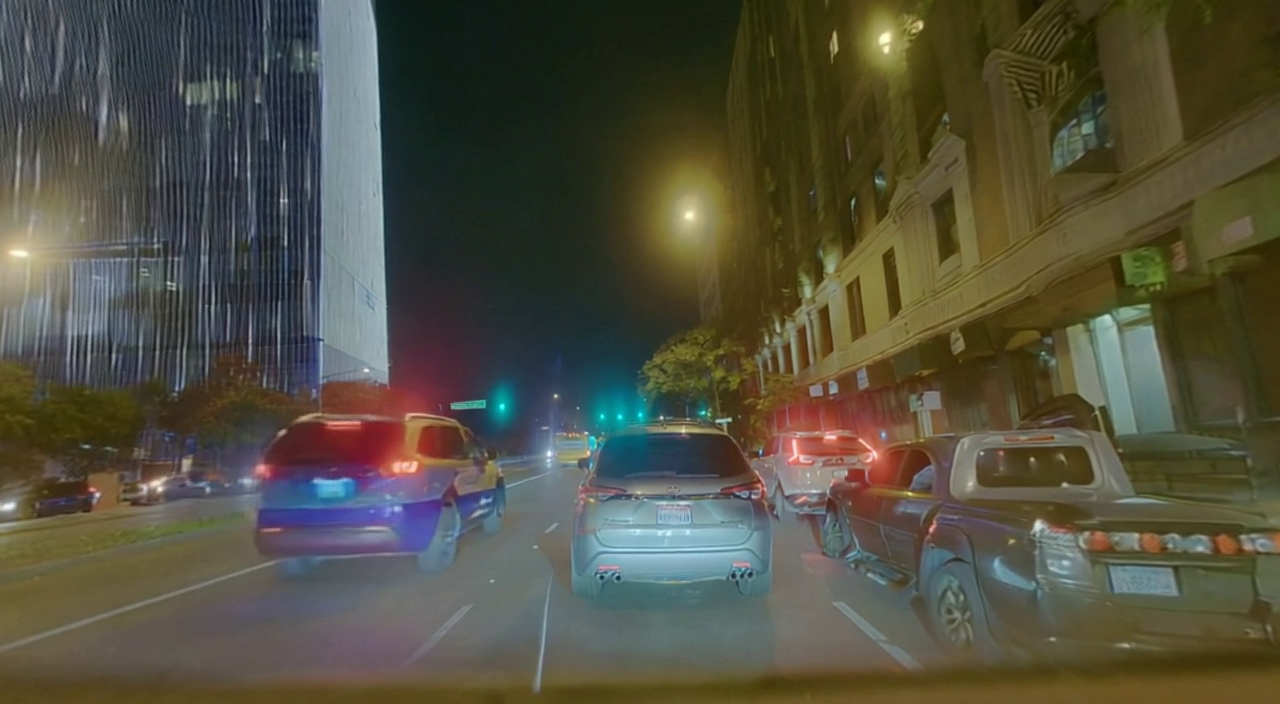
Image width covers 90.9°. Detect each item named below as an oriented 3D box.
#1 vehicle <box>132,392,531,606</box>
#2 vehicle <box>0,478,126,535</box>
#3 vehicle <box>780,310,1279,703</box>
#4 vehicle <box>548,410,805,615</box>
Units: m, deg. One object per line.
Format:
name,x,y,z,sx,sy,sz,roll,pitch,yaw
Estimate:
vehicle,-3.179,1.693,8.361,2.375,1.847,5.606,0,-9,1
vehicle,-22.642,5.767,24.036,1.975,1.698,4.715,0,-9,2
vehicle,2.745,1.102,4.906,2.117,1.855,4.794,0,-9,-1
vehicle,0.232,1.550,6.876,2.045,1.608,3.573,0,-9,-2
